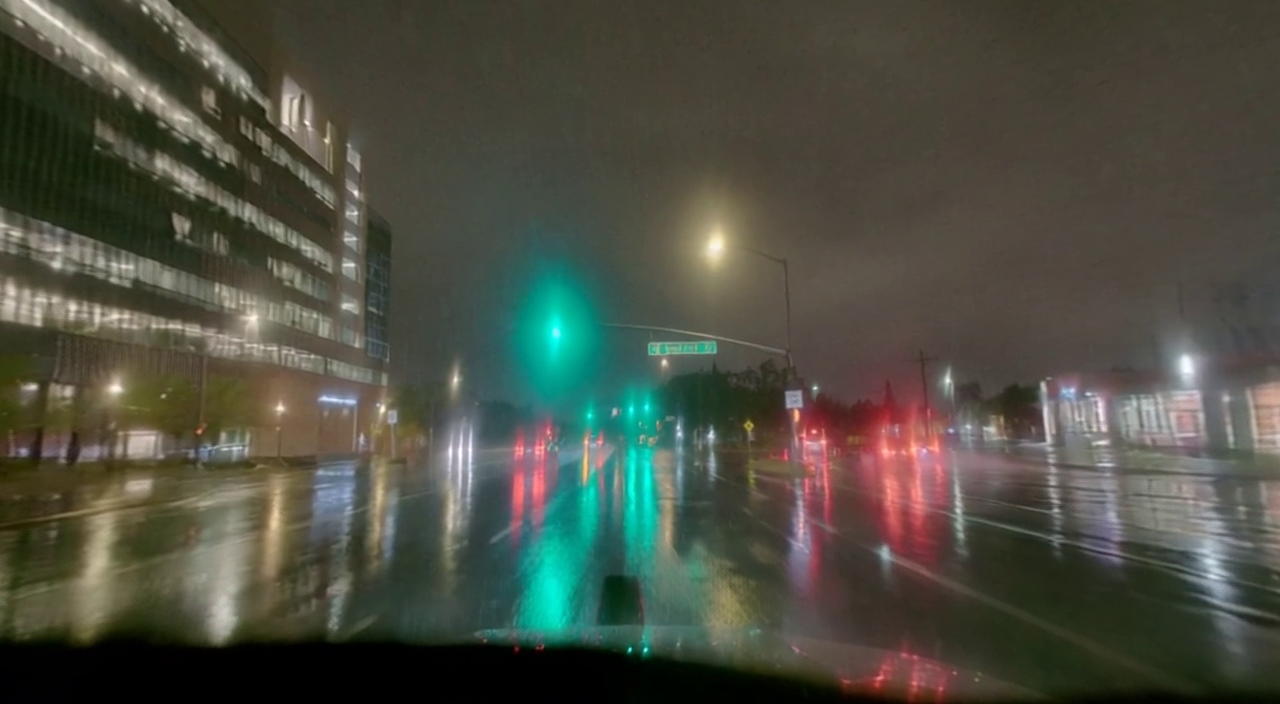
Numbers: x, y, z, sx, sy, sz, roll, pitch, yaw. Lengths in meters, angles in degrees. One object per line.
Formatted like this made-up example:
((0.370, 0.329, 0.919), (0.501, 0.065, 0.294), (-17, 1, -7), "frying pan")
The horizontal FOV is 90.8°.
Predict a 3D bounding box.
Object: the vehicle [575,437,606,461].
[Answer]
((-3.789, 7.514, 49.030), (2.052, 1.729, 4.195), (0, -8, 0), "vehicle")

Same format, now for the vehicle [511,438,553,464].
((-6.975, 6.444, 41.366), (1.909, 1.605, 4.561), (0, -8, 1), "vehicle")
